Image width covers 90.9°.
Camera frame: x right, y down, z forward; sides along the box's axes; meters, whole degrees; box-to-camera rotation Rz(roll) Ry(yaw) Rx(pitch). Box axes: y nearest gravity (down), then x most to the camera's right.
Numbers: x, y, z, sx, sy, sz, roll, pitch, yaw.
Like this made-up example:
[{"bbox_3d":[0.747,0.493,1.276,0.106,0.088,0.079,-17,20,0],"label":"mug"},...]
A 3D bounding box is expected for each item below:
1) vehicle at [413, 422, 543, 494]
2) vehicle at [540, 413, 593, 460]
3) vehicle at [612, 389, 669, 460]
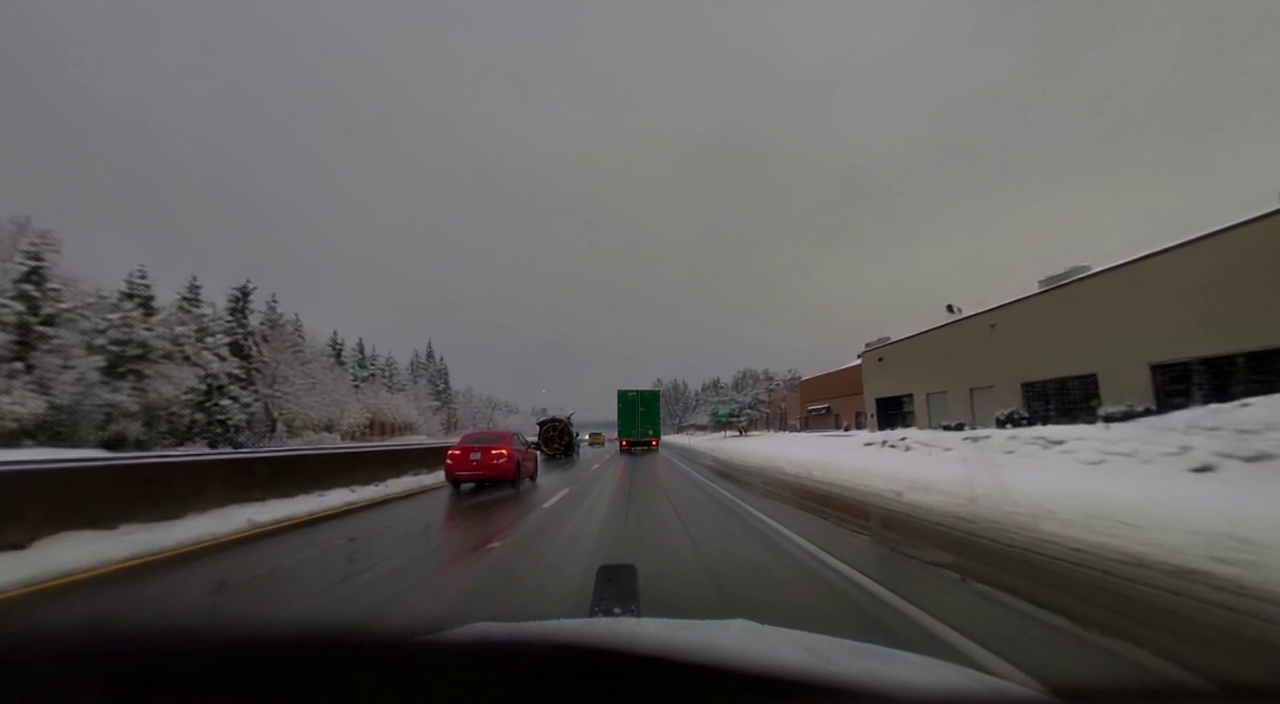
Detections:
[{"bbox_3d":[-4.048,2.734,16.757,2.005,1.602,5.131,0,-8,1],"label":"vehicle"},{"bbox_3d":[-4.507,5.356,39.942,2.717,2.714,6.997,0,-8,-1],"label":"vehicle"},{"bbox_3d":[-0.063,4.810,41.103,3.259,4.066,9.891,0,-8,-1],"label":"vehicle"}]
